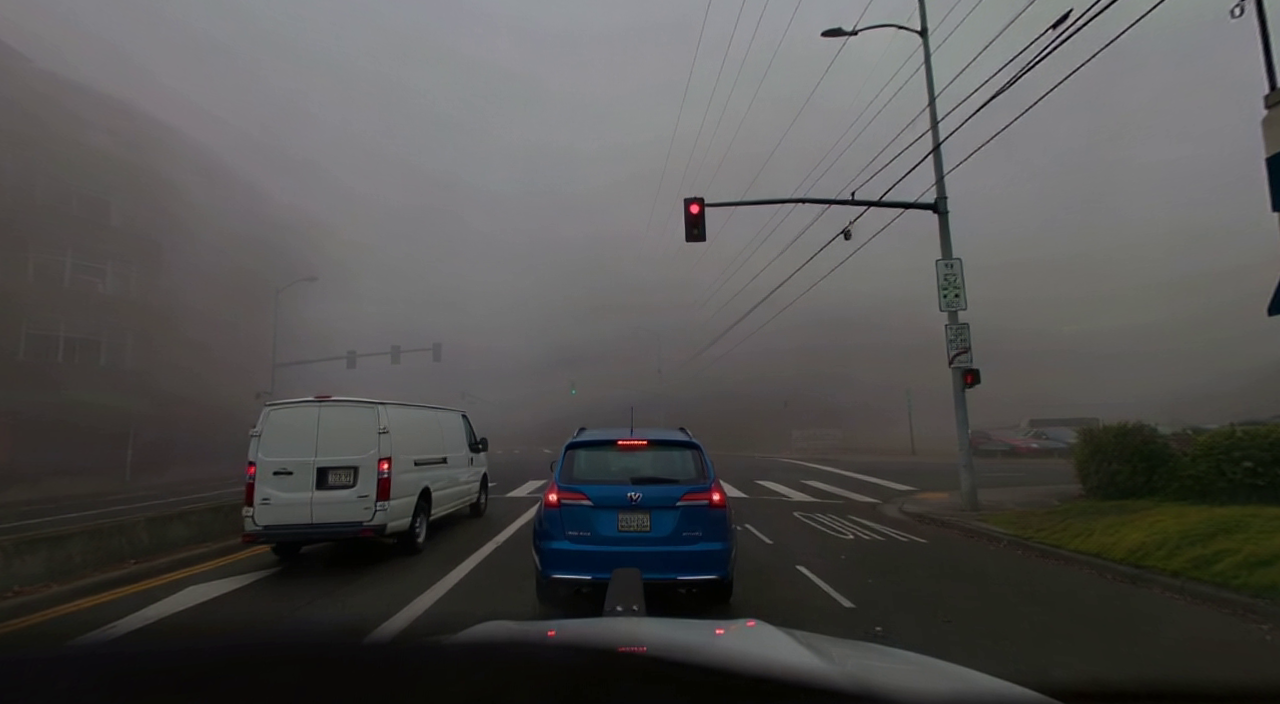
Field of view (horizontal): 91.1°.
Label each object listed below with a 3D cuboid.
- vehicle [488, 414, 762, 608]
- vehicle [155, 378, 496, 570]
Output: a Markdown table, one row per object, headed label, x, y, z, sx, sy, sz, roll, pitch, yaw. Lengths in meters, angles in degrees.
| label | x | y | z | sx | sy | sz | roll | pitch | yaw |
| --- | --- | --- | --- | --- | --- | --- | --- | --- | --- |
| vehicle | -0.116 | 1.466 | 6.781 | 2.064 | 1.452 | 3.942 | 0 | -8 | 0 |
| vehicle | -3.582 | 1.498 | 8.603 | 2.076 | 1.820 | 5.100 | 0 | -8 | -1 |
